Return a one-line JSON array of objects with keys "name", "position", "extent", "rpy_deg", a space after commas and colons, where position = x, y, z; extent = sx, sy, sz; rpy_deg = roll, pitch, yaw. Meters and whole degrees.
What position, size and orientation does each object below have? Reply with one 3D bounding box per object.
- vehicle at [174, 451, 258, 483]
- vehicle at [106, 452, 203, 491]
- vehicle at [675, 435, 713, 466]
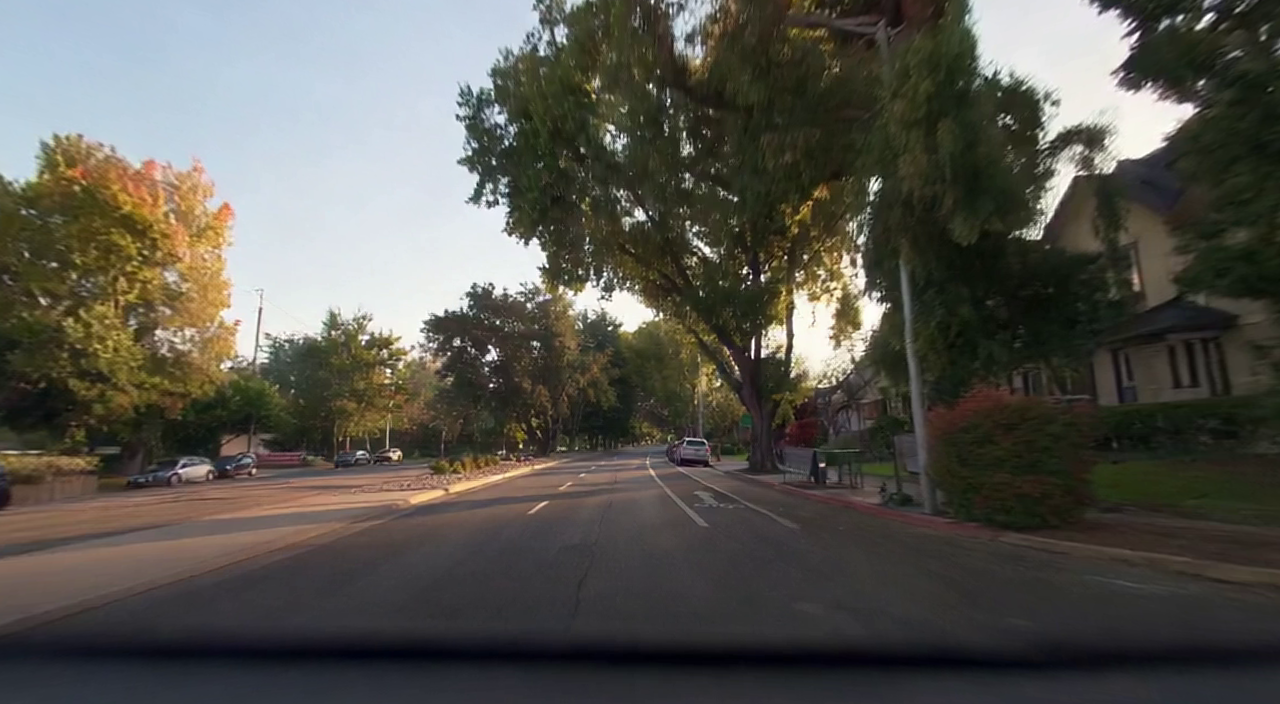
[{"name": "vehicle", "position": [-24.997, 6.754, 37.478], "extent": [1.999, 1.720, 4.253], "rpy_deg": [0, -9, 0]}, {"name": "vehicle", "position": [-24.820, 6.102, 32.508], "extent": [1.864, 1.575, 4.149], "rpy_deg": [-3, -7, -3]}, {"name": "vehicle", "position": [3.131, 5.834, 37.441], "extent": [2.013, 1.710, 4.403], "rpy_deg": [0, -9, 2]}]
